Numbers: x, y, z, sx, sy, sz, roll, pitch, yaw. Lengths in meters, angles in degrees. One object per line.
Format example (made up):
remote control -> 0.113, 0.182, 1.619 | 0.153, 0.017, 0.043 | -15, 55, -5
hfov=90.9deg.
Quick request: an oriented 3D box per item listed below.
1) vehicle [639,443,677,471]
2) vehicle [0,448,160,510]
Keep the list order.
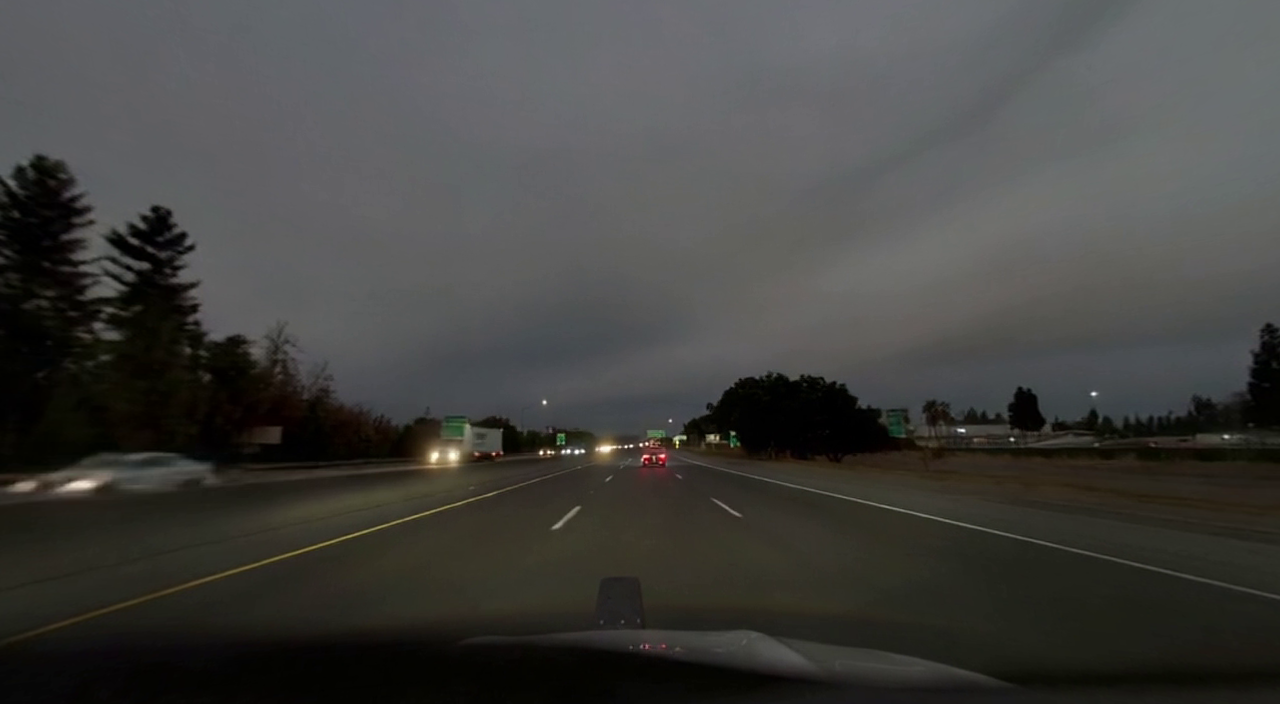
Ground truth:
vehicle -> 1.063, 6.612, 39.696 | 2.231, 1.652, 4.503 | 0, -9, -1
vehicle -> -15.675, 3.400, 17.331 | 1.798, 1.466, 3.951 | 0, -9, 0
